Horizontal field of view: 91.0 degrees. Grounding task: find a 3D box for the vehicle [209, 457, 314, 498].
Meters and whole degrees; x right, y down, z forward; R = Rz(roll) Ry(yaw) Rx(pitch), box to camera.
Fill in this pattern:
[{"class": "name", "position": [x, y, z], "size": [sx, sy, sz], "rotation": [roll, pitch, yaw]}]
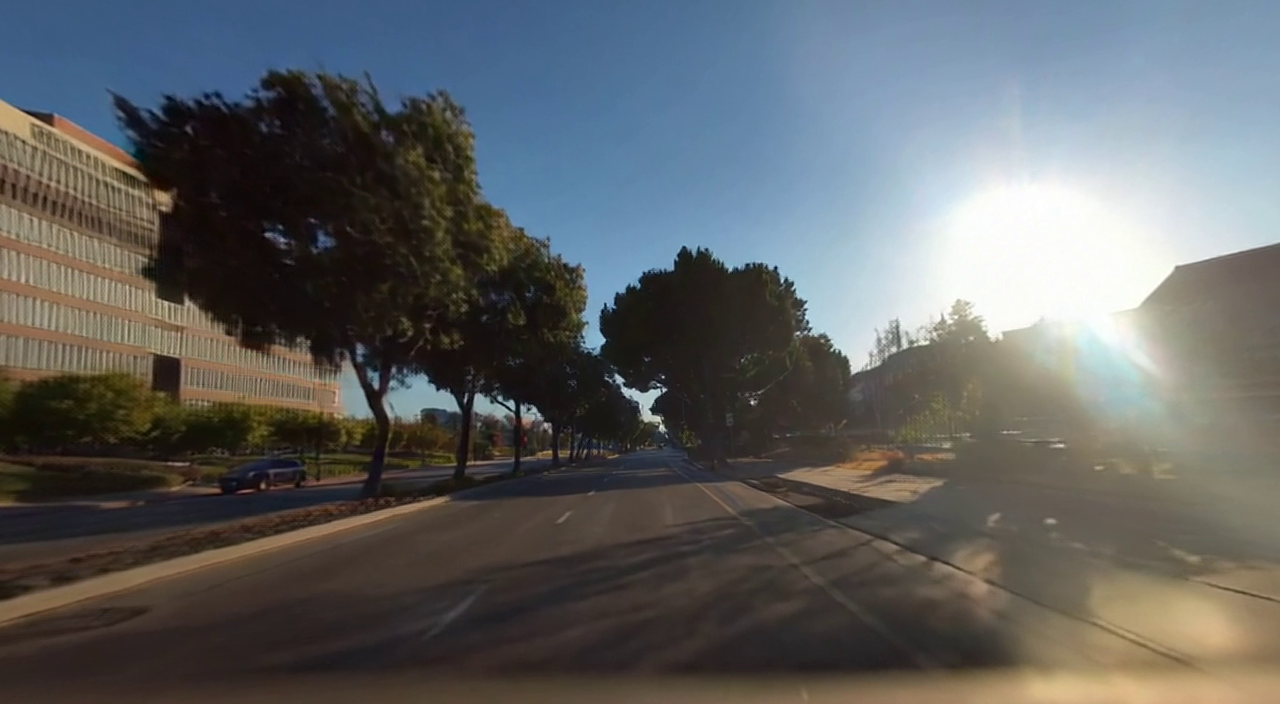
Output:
[{"class": "vehicle", "position": [-16.638, 5.523, 27.991], "size": [1.807, 1.570, 4.557], "rotation": [0, -9, 0]}]
